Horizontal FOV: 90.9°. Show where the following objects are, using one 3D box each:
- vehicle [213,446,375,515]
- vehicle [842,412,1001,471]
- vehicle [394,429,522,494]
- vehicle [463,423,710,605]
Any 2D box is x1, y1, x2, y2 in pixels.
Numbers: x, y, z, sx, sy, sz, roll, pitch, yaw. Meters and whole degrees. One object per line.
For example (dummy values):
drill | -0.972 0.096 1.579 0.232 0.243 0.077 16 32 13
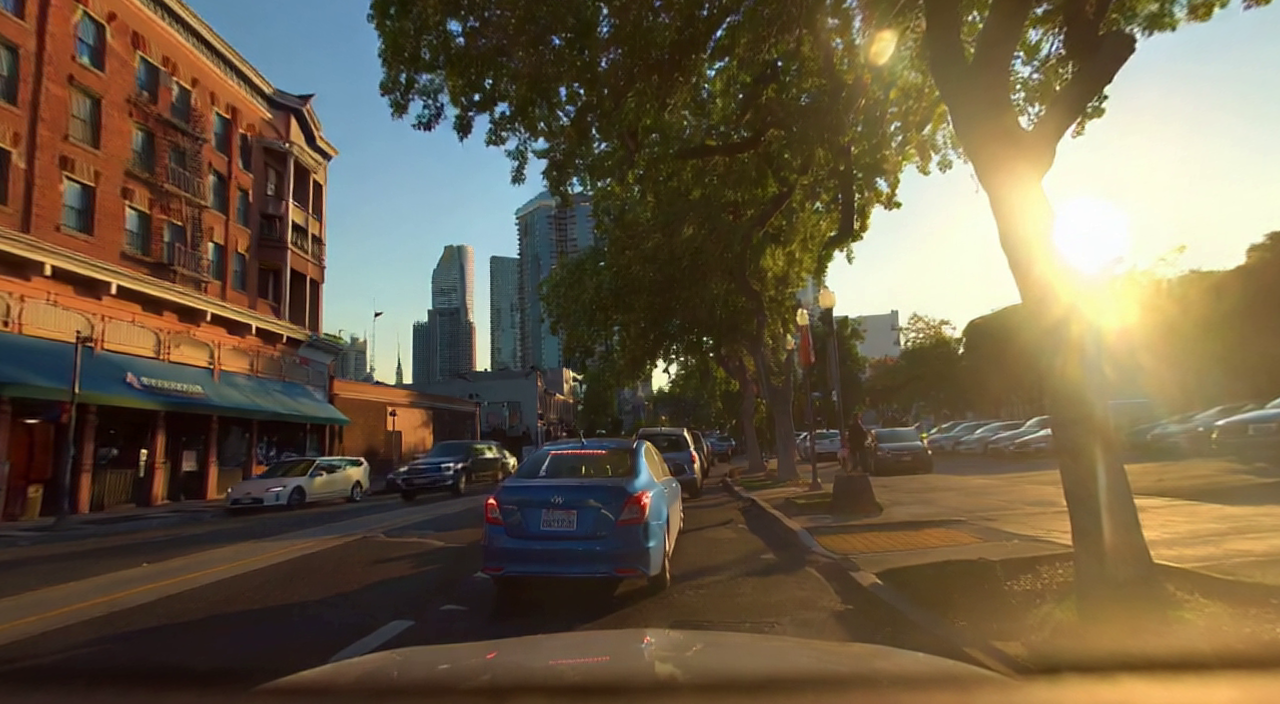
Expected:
vehicle | -11.004 4.064 20.589 2.081 1.718 5.342 -6 -9 3
vehicle | 9.018 2.830 20.222 4.558 1.528 1.915 0 -8 -23
vehicle | -5.557 3.421 20.065 2.071 1.811 4.711 -2 -8 9
vehicle | -0.268 1.636 7.294 1.939 1.478 3.922 -2 -8 9
